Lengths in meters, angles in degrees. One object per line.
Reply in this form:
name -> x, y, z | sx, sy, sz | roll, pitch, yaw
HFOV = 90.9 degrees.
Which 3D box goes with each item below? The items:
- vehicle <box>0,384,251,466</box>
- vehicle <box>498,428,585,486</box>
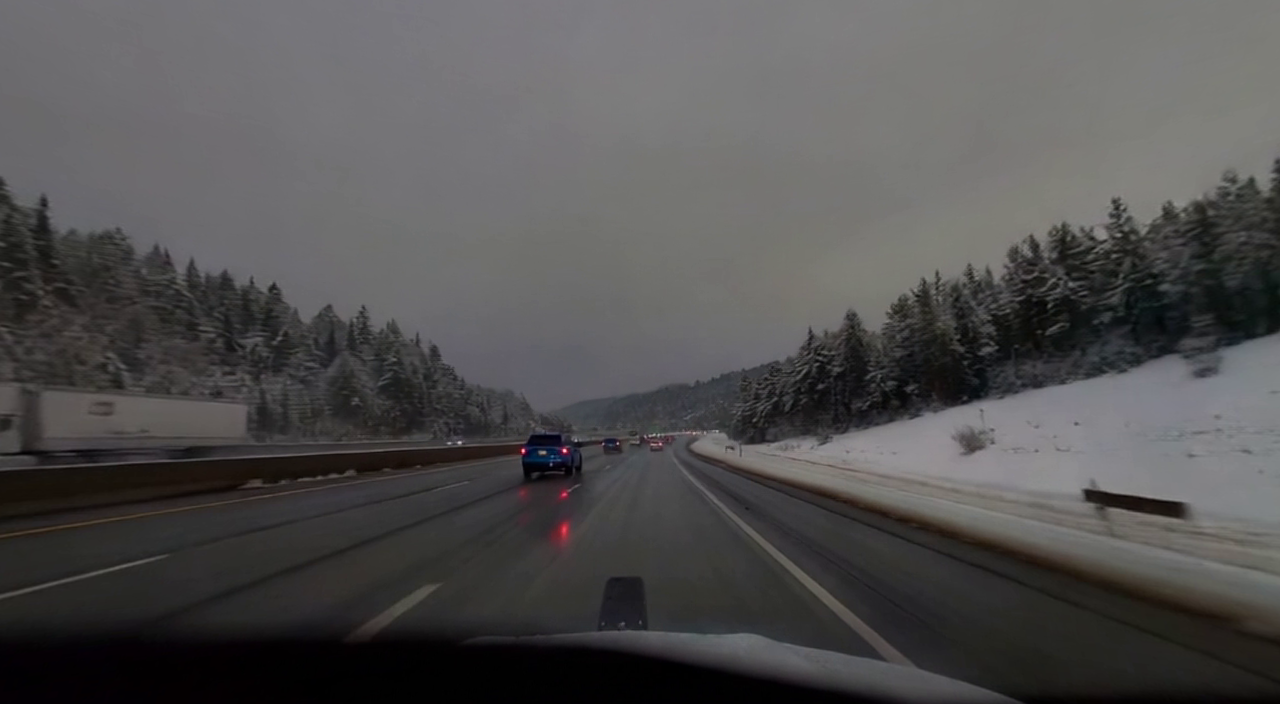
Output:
vehicle -> -32.081, 4.927, 40.658 | 2.876, 4.206, 16.437 | -1, -8, 3
vehicle -> -3.176, 3.507, 21.375 | 2.138, 1.718, 4.415 | 0, -8, 2
